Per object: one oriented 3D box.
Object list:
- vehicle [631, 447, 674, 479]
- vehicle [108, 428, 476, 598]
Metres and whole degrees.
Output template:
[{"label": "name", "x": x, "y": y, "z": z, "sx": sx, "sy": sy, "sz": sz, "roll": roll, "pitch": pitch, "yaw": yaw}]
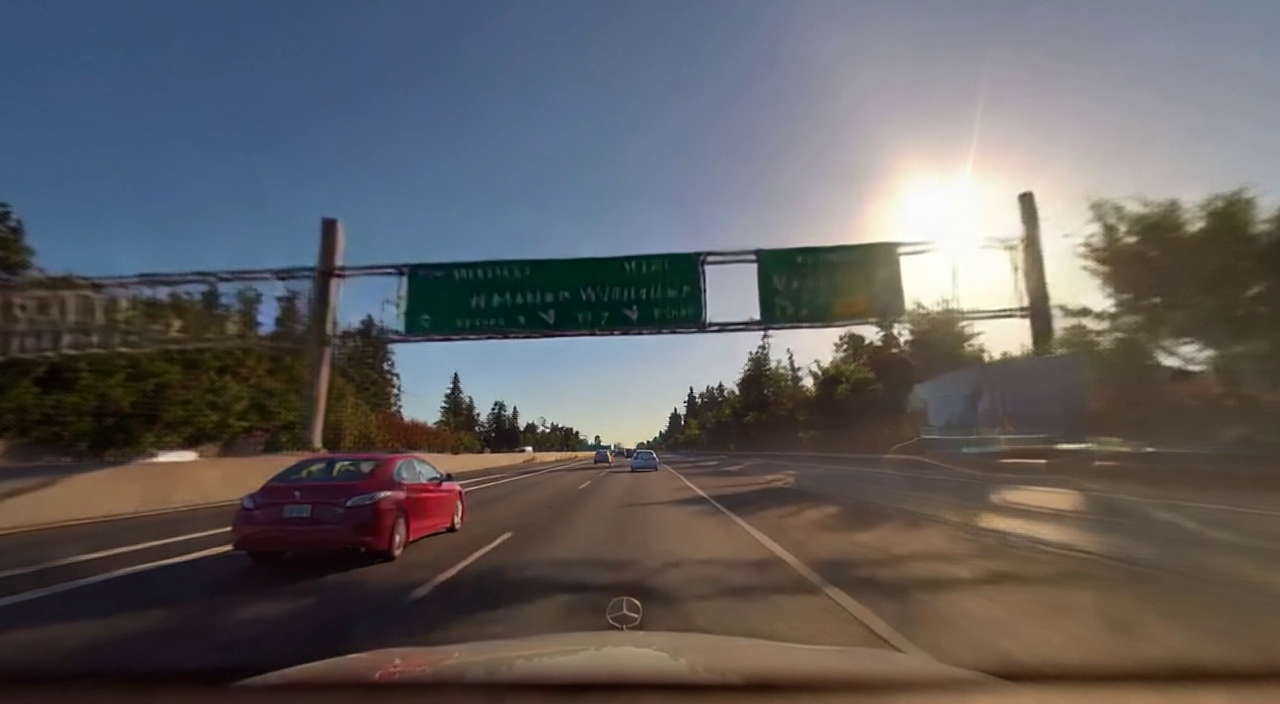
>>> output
[{"label": "vehicle", "x": 0.574, "y": 5.385, "z": 30.837, "sx": 2.002, "sy": 1.449, "sz": 3.612, "roll": 0, "pitch": -9, "yaw": 0}, {"label": "vehicle", "x": -3.623, "y": 1.752, "z": 7.693, "sx": 2.062, "sy": 1.474, "sz": 4.151, "roll": 0, "pitch": -9, "yaw": 1}]
